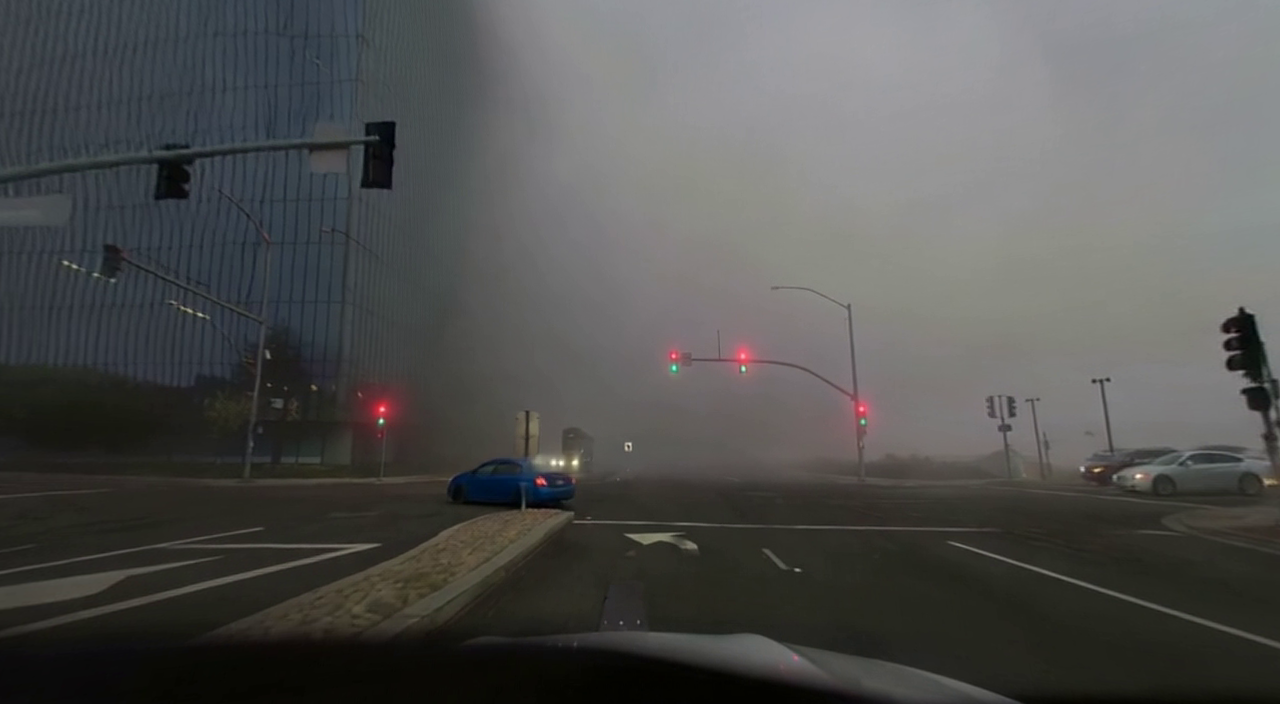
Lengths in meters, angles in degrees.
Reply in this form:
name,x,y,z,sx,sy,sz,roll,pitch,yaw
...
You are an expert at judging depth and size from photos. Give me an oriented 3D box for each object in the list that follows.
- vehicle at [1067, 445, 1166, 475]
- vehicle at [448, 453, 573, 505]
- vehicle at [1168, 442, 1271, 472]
name,x,y,z,sx,sy,sz,roll,pitch,yaw
vehicle,25.307,5.743,33.692,2.021,1.484,4.454,0,-9,4
vehicle,-4.423,4.190,21.234,4.197,1.525,2.014,-8,-12,42
vehicle,30.174,5.486,32.961,1.946,1.467,3.670,0,-9,3
